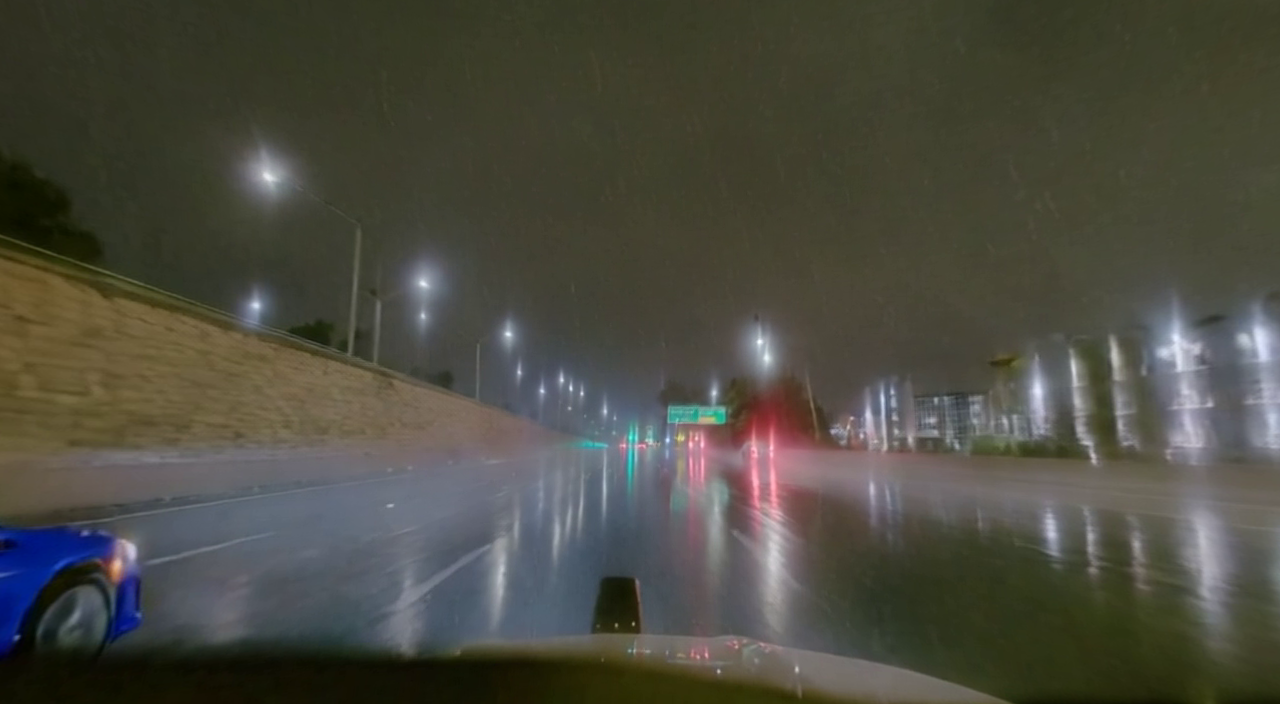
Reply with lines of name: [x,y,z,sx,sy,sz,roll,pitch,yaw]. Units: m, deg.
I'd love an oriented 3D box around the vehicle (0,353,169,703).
vehicle: [-3.791,0.642,1.472,2.070,1.641,4.315,0,-8,-1]
